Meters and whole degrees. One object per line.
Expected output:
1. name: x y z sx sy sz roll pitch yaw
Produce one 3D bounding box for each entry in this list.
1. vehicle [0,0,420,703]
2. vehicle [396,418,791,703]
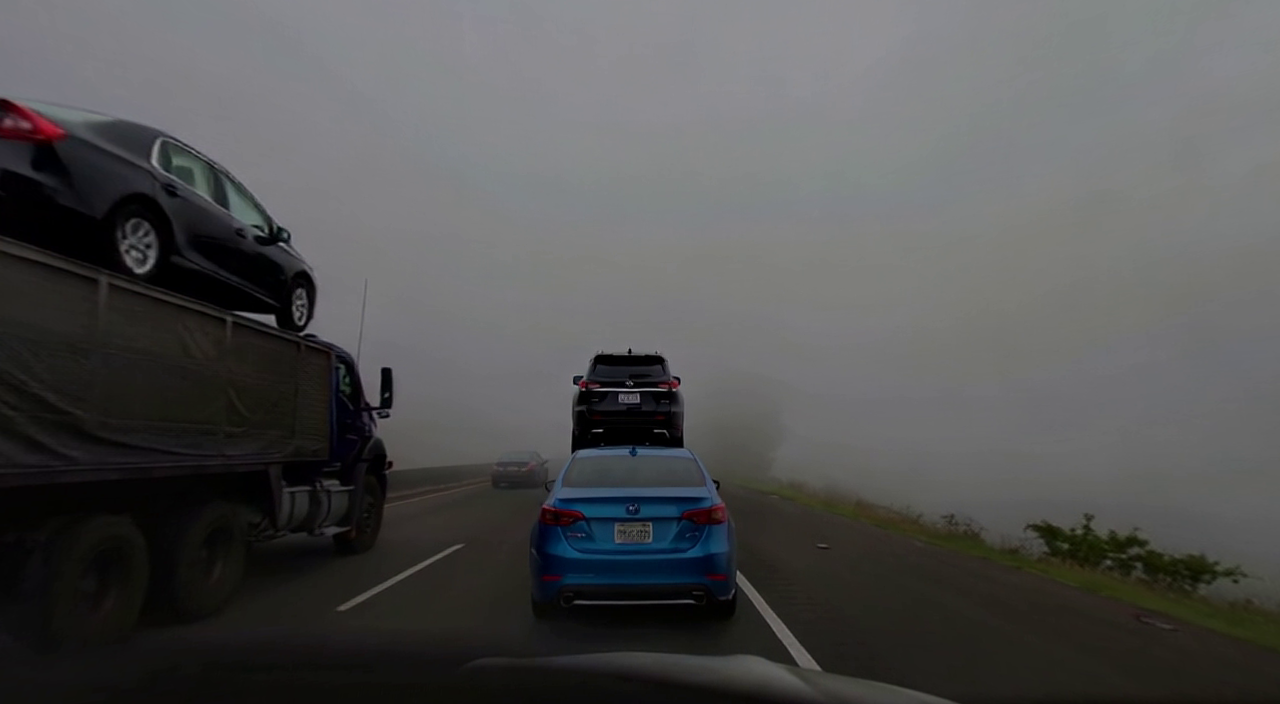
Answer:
1. vehicle: -4.584 0.348 5.822 2.963 3.836 6.016 0 -9 -1
2. vehicle: -0.273 1.363 4.961 1.991 1.507 3.391 0 -9 -1
